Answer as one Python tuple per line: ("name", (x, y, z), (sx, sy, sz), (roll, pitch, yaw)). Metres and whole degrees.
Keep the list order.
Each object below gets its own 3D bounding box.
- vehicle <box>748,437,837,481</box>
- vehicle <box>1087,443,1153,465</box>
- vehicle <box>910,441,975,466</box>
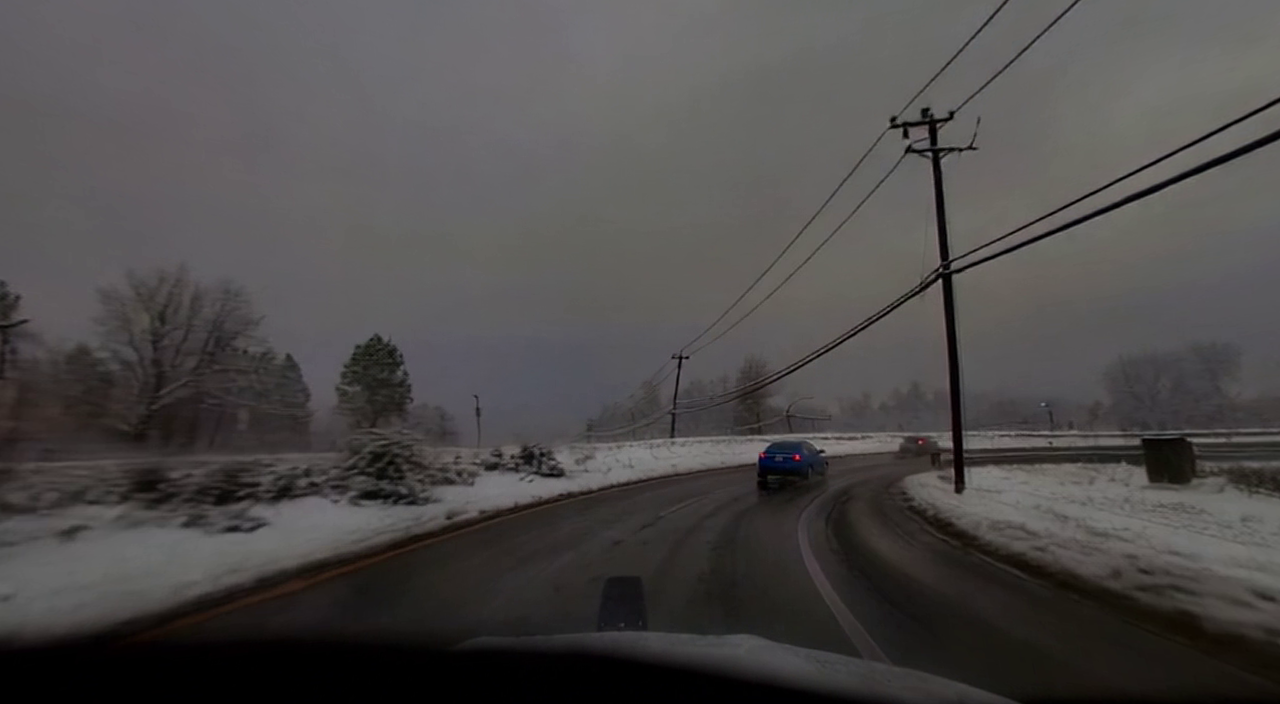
("vehicle", (5.620, 3.815, 22.821), (2.026, 1.407, 4.374), (-5, -10, 28))
("vehicle", (36.081, 7.672, 47.434), (4.102, 1.552, 1.931), (3, -9, -20))
("vehicle", (18.628, 6.224, 38.764), (4.307, 1.465, 1.836), (7, -11, -39))
